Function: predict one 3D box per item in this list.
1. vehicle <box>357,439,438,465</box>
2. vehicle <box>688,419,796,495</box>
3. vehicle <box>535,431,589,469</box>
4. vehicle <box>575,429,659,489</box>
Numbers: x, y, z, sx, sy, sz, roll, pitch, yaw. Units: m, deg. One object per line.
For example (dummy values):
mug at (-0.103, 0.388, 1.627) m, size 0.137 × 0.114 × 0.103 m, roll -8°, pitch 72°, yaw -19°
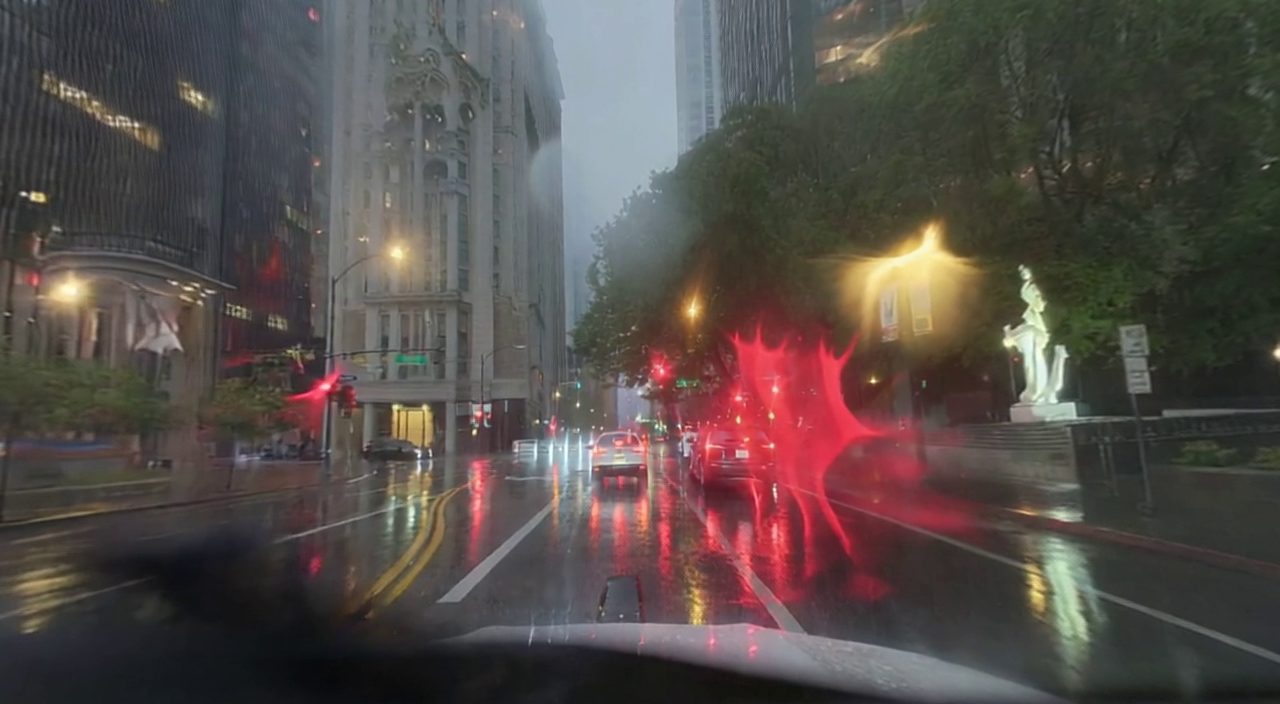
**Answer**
vehicle at (-17.089, 7.049, 44.669) m, size 4.855 × 1.769 × 2.071 m, roll 0°, pitch -8°, yaw 0°
vehicle at (2.594, 2.807, 17.255) m, size 2.096 × 1.775 × 4.440 m, roll 0°, pitch -8°, yaw -1°
vehicle at (-3.556, 4.569, 29.673) m, size 2.045 × 1.633 × 4.864 m, roll 0°, pitch -8°, yaw -2°
vehicle at (-0.583, 2.968, 17.907) m, size 2.096 × 1.492 × 4.071 m, roll 0°, pitch -8°, yaw 0°
